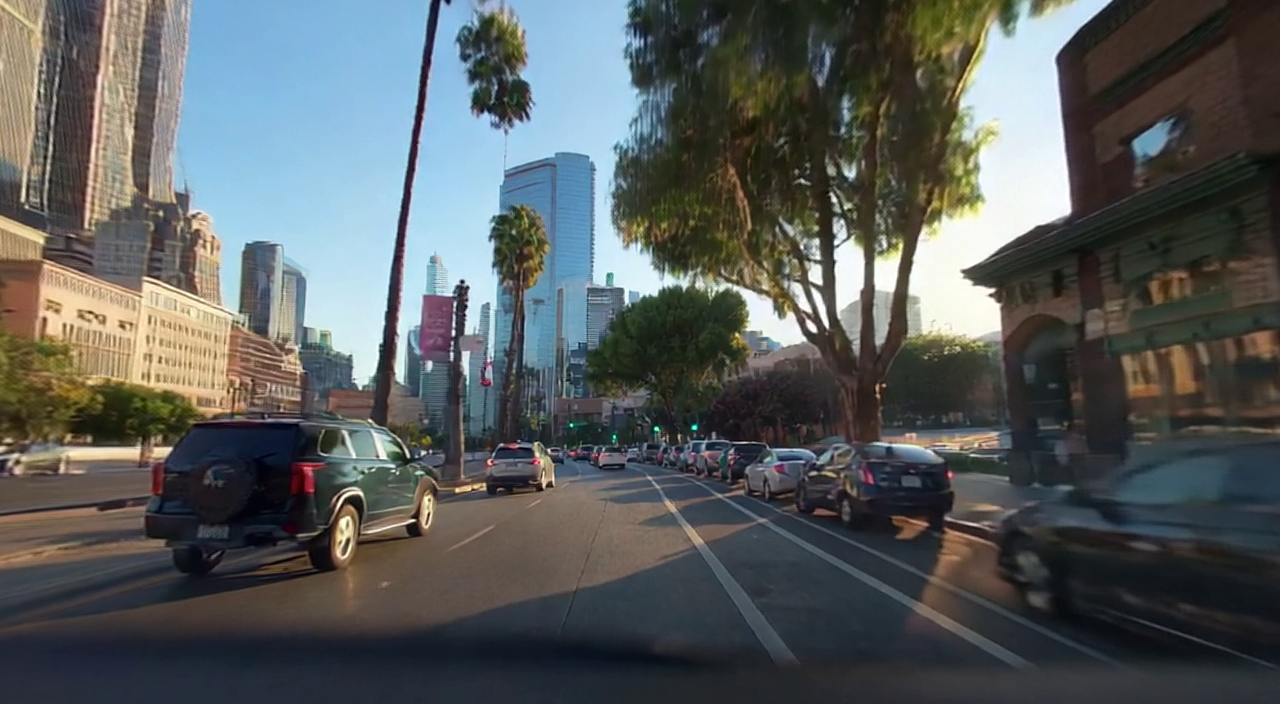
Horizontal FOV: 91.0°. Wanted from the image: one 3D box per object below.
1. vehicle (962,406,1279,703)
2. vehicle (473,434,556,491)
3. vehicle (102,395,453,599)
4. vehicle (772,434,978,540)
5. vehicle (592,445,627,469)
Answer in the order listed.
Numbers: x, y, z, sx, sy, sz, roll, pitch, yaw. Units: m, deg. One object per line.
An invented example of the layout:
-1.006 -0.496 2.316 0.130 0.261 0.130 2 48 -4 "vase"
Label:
3.879 1.047 3.176 1.925 1.486 4.744 0 -8 -1 "vehicle"
-4.150 3.750 21.637 2.014 1.740 4.392 0 -9 -1 "vehicle"
-3.859 1.605 7.775 1.800 1.797 4.224 0 -9 -1 "vehicle"
3.891 2.304 11.436 1.873 1.511 4.523 0 -8 -2 "vehicle"
-1.990 6.726 40.405 2.036 1.461 3.890 1 -9 -6 "vehicle"
